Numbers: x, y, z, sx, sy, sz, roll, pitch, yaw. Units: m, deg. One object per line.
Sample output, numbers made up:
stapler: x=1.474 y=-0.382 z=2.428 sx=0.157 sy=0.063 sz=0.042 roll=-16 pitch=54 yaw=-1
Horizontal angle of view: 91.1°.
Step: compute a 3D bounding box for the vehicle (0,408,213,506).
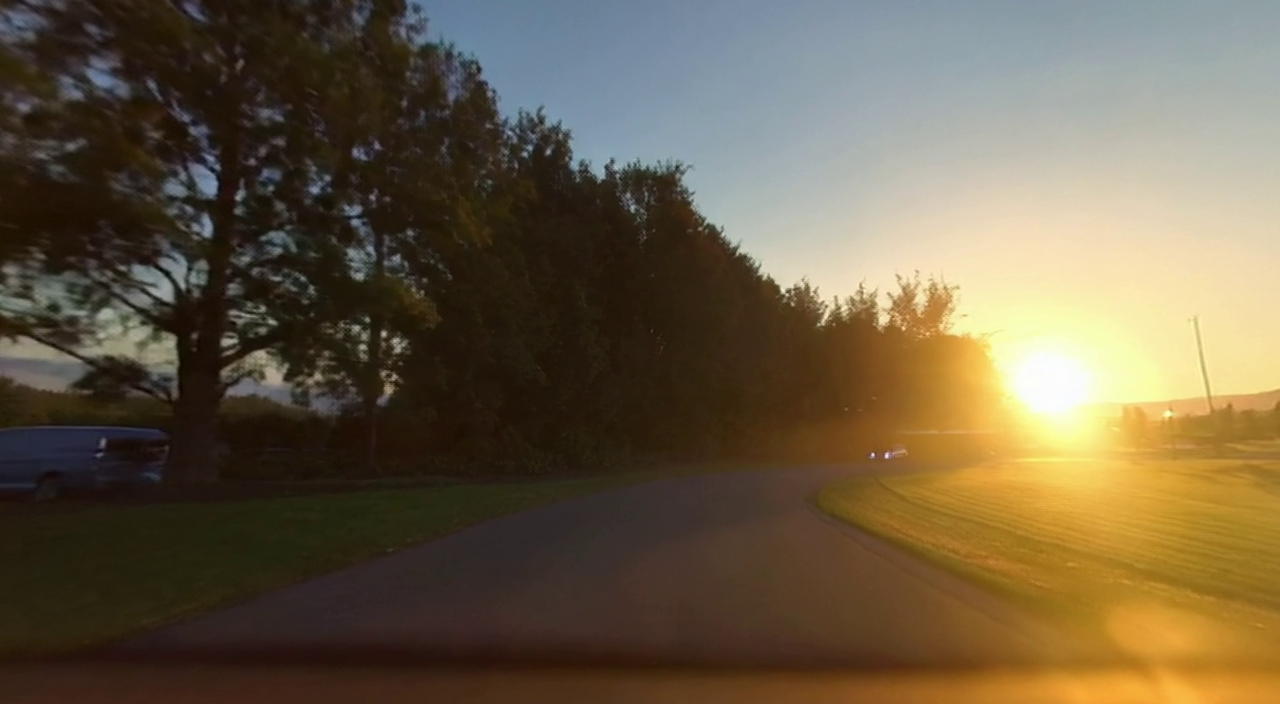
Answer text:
vehicle: x=-10.842 y=1.918 z=11.600 sx=4.594 sy=1.607 sz=1.873 roll=-1 pitch=-8 yaw=5
